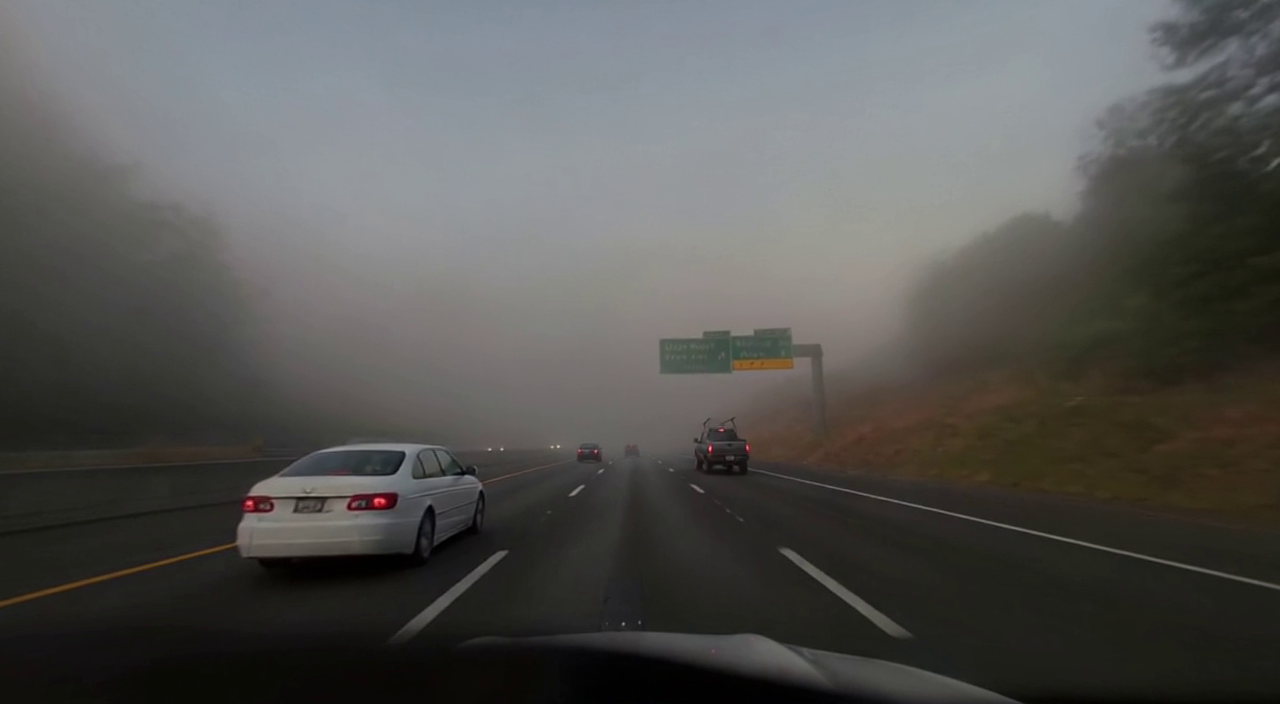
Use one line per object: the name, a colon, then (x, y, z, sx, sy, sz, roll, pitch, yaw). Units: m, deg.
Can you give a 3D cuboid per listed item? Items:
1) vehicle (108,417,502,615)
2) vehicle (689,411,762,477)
vehicle: (-3.122, 1.641, 7.320, 1.939, 1.513, 4.773, 0, -9, 0)
vehicle: (3.718, 4.191, 28.606, 2.361, 2.636, 5.684, 0, -9, -1)
